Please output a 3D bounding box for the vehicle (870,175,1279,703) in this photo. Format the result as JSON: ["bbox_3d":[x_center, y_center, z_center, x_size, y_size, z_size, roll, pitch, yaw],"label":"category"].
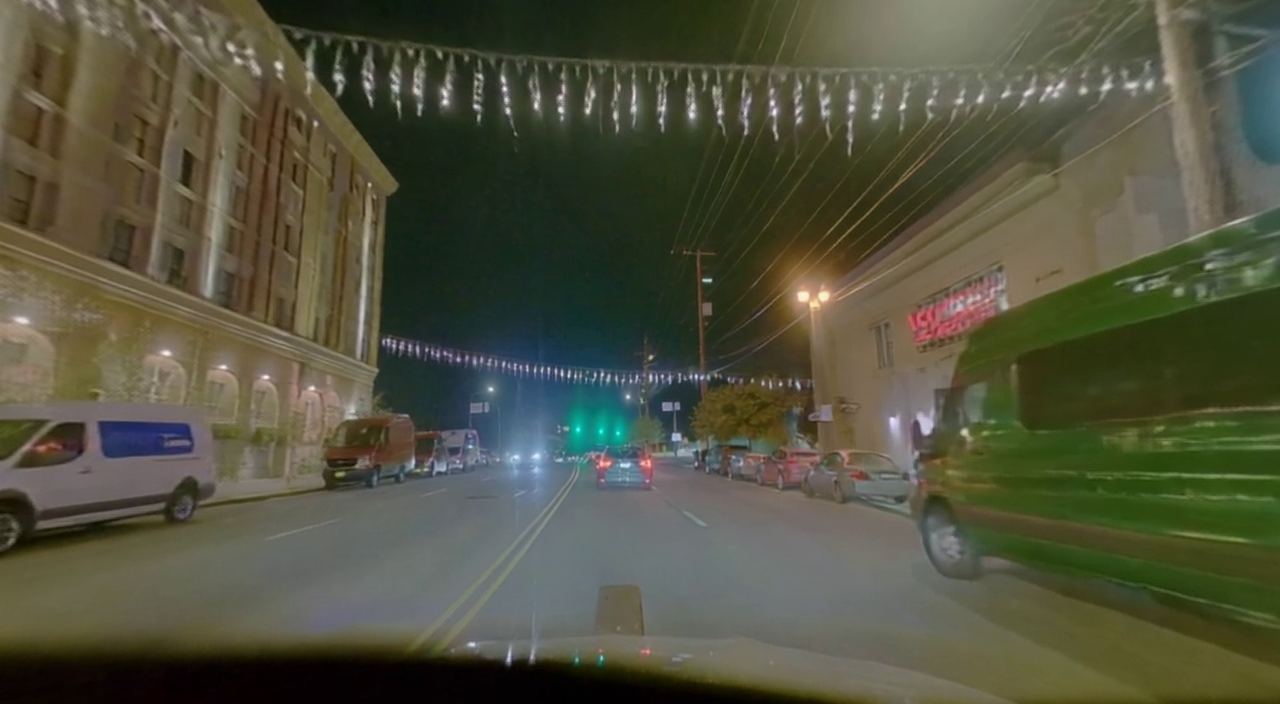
[{"bbox_3d":[4.465,0.699,4.848,2.492,2.720,6.884,0,-9,-3],"label":"vehicle"}]

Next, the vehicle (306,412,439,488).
[{"bbox_3d":[-10.356,3.907,25.284,2.964,2.597,6.437,1,-9,-5],"label":"vehicle"}]

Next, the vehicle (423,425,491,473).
[{"bbox_3d":[-11.258,6.048,39.402,2.724,2.739,5.663,0,-9,-3],"label":"vehicle"}]

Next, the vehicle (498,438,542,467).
[{"bbox_3d":[-8.358,7.086,44.625,2.456,1.935,4.769,0,-9,-4],"label":"vehicle"}]

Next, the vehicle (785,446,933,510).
[{"bbox_3d":[5.537,3.223,16.722,1.921,1.430,4.455,1,-9,-6],"label":"vehicle"}]

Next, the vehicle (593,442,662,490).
[{"bbox_3d":[-0.466,3.839,21.674,2.112,1.464,4.411,0,-9,-2],"label":"vehicle"}]

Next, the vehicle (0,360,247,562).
[{"bbox_3d":[-10.009,1.886,11.228,2.398,2.723,5.816,0,-9,-2],"label":"vehicle"}]
